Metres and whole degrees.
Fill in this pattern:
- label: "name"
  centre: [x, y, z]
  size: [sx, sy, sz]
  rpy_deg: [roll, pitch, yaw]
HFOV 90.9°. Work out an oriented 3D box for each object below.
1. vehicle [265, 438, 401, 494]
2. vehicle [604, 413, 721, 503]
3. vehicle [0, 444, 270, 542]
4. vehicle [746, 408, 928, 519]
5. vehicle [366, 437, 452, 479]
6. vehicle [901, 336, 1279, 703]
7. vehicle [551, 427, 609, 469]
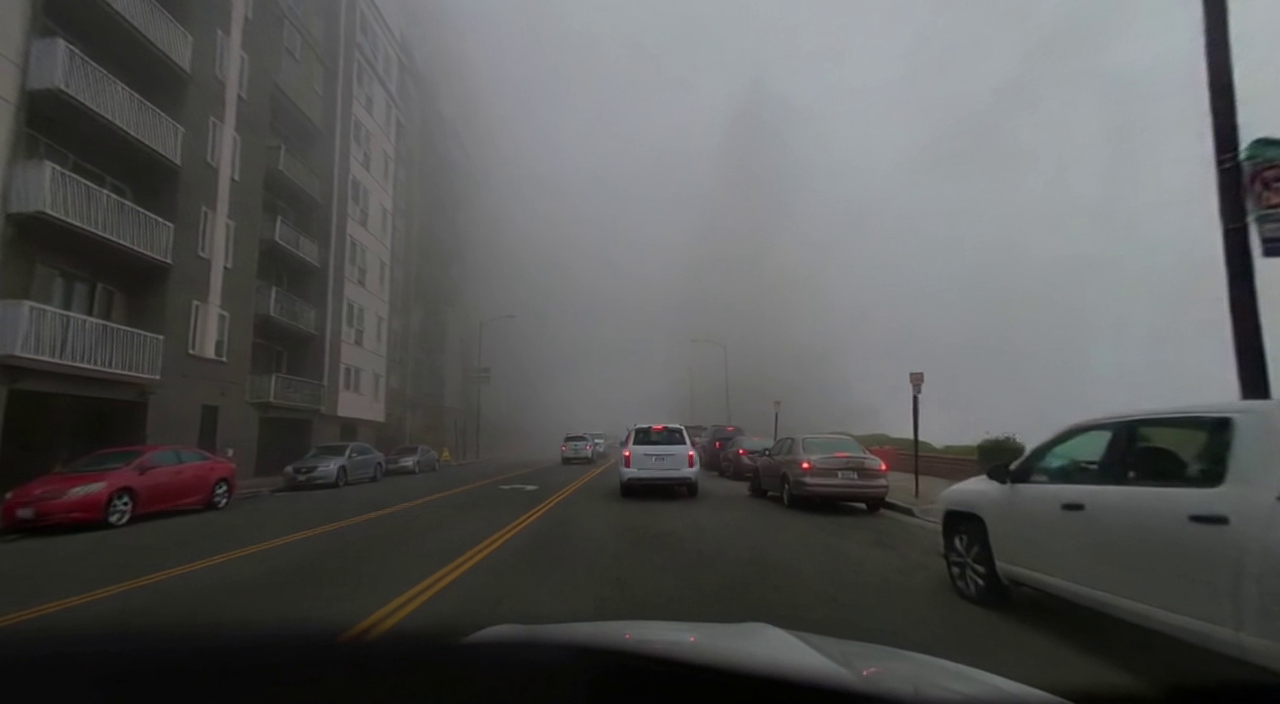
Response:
- label: "vehicle"
  centre: [-9.391, 3.492, 19.761]
  size: [2.002, 1.546, 4.339]
  rpy_deg: [0, -8, 1]
- label: "vehicle"
  centre: [0.463, 2.368, 14.371]
  size: [2.261, 1.740, 4.065]
  rpy_deg: [0, -8, 1]
- label: "vehicle"
  centre: [-9.265, 2.490, 11.885]
  size: [2.021, 1.474, 4.337]
  rpy_deg: [0, -8, -2]
- label: "vehicle"
  centre: [3.654, 2.181, 12.801]
  size: [2.158, 1.828, 4.573]
  rpy_deg: [0, -8, 0]
- label: "vehicle"
  centre: [-9.289, 4.282, 25.745]
  size: [1.955, 1.555, 4.424]
  rpy_deg: [0, -8, -2]
- label: "vehicle"
  centre: [3.635, 0.977, 3.758]
  size: [2.076, 1.722, 4.721]
  rpy_deg: [0, -8, -1]
- label: "vehicle"
  centre: [-2.663, 4.393, 28.897]
  size: [2.219, 1.746, 4.197]
  rpy_deg: [0, -8, 0]
